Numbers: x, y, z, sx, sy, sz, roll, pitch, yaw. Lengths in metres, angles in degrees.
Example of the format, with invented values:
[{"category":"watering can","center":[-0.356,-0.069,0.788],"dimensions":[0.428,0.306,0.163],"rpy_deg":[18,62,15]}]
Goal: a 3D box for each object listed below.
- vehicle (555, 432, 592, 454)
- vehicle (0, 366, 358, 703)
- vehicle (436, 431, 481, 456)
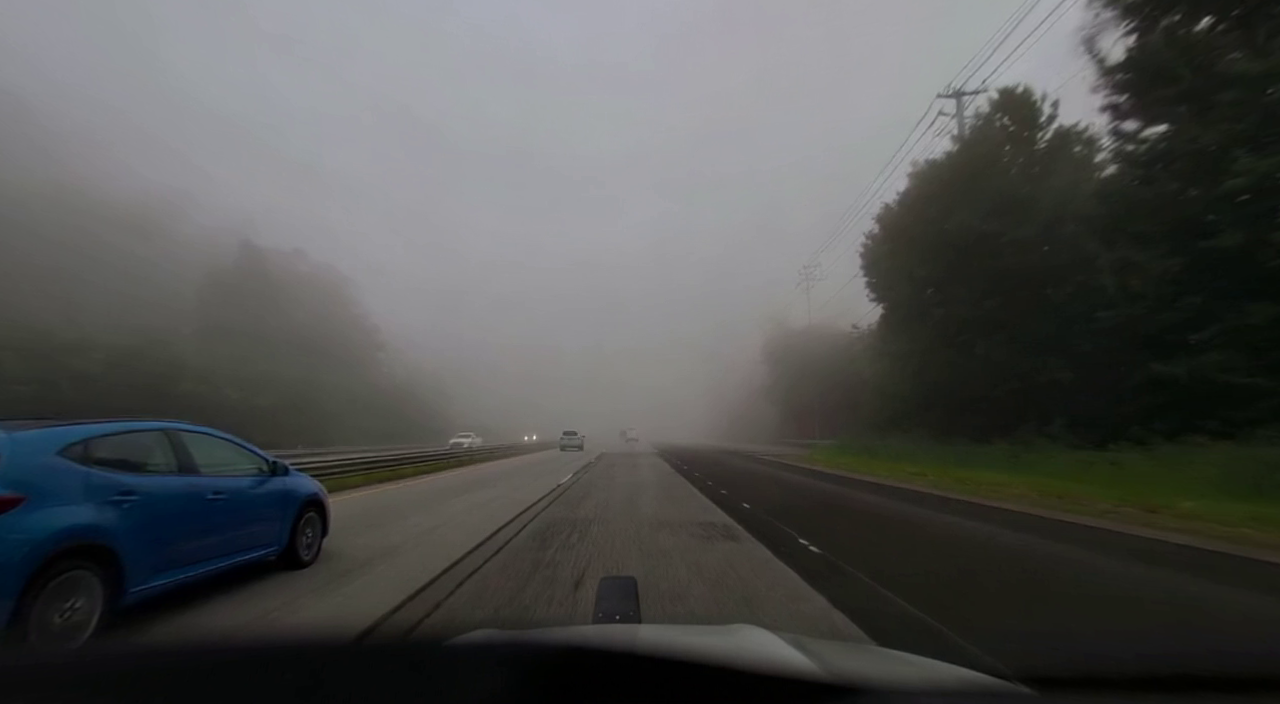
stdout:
[{"category":"vehicle","center":[-4.548,6.300,43.620],"dimensions":[2.080,1.478,4.347],"rpy_deg":[0,-8,0]},{"category":"vehicle","center":[-3.850,1.043,4.168],"dimensions":[2.023,1.580,4.259],"rpy_deg":[0,-8,-1]},{"category":"vehicle","center":[-13.413,6.811,46.783],"dimensions":[2.024,1.762,4.513],"rpy_deg":[0,-8,0]}]
